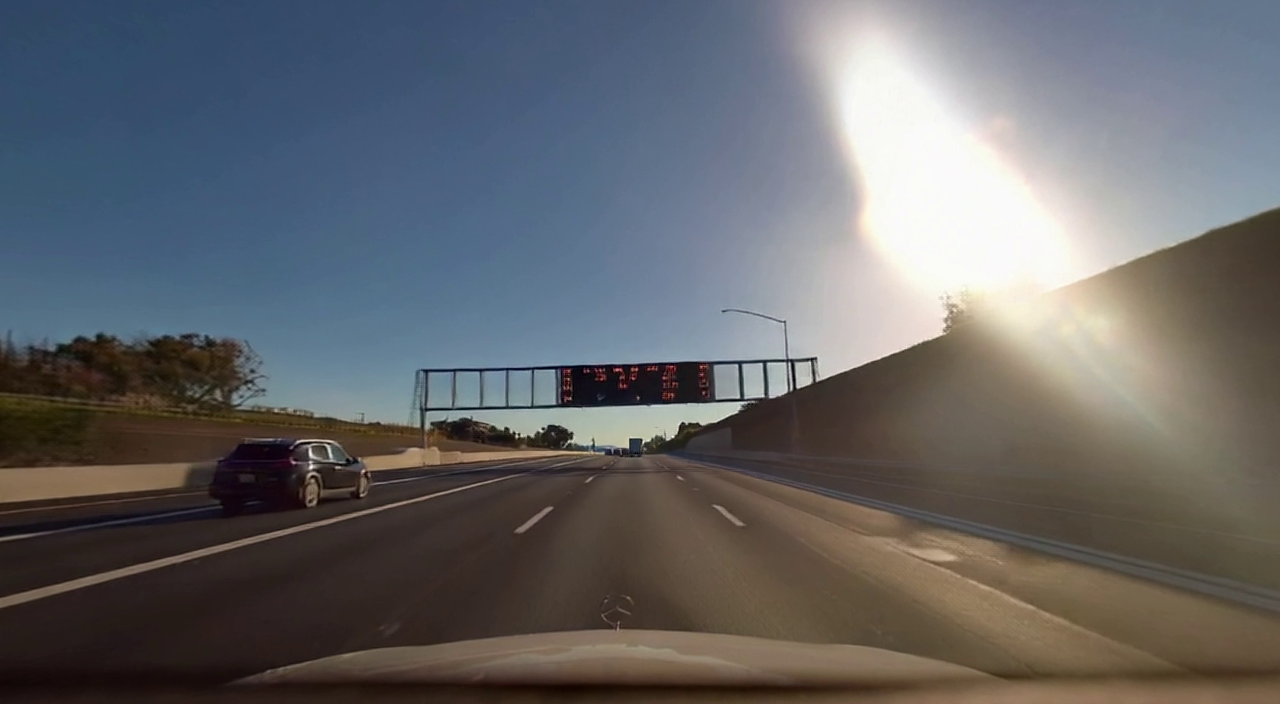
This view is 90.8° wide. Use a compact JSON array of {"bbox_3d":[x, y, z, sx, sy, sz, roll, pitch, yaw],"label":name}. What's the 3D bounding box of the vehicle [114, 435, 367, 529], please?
[{"bbox_3d":[-7.721,2.528,12.990,2.005,1.545,4.874,0,-9,0],"label":"vehicle"}]
